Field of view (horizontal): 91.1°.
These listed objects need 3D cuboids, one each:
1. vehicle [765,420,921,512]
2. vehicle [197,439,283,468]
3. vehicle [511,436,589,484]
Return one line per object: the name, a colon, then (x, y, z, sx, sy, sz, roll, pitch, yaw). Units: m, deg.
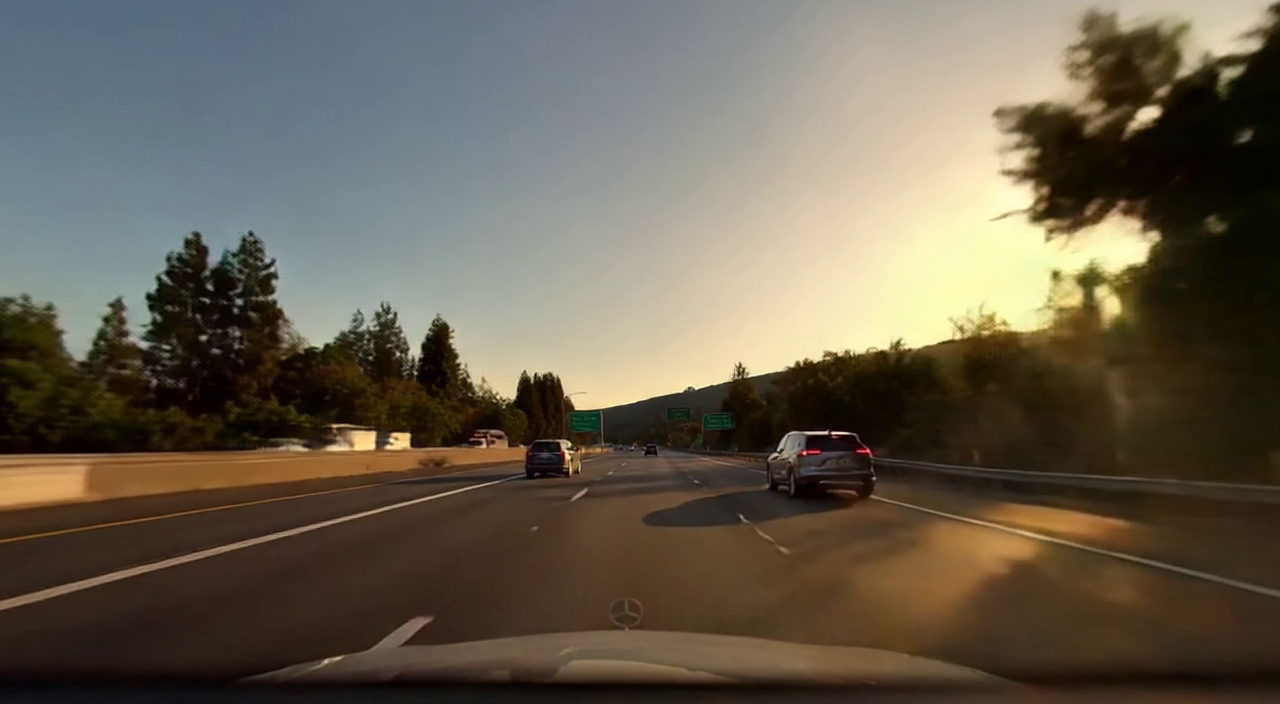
vehicle: (4.465, 2.593, 14.705, 2.149, 1.796, 4.487, 0, -9, 0)
vehicle: (-24.776, 6.303, 39.120, 2.015, 1.650, 4.858, -1, -9, 2)
vehicle: (-3.240, 3.996, 23.505, 2.166, 1.608, 4.297, 0, -8, 2)
